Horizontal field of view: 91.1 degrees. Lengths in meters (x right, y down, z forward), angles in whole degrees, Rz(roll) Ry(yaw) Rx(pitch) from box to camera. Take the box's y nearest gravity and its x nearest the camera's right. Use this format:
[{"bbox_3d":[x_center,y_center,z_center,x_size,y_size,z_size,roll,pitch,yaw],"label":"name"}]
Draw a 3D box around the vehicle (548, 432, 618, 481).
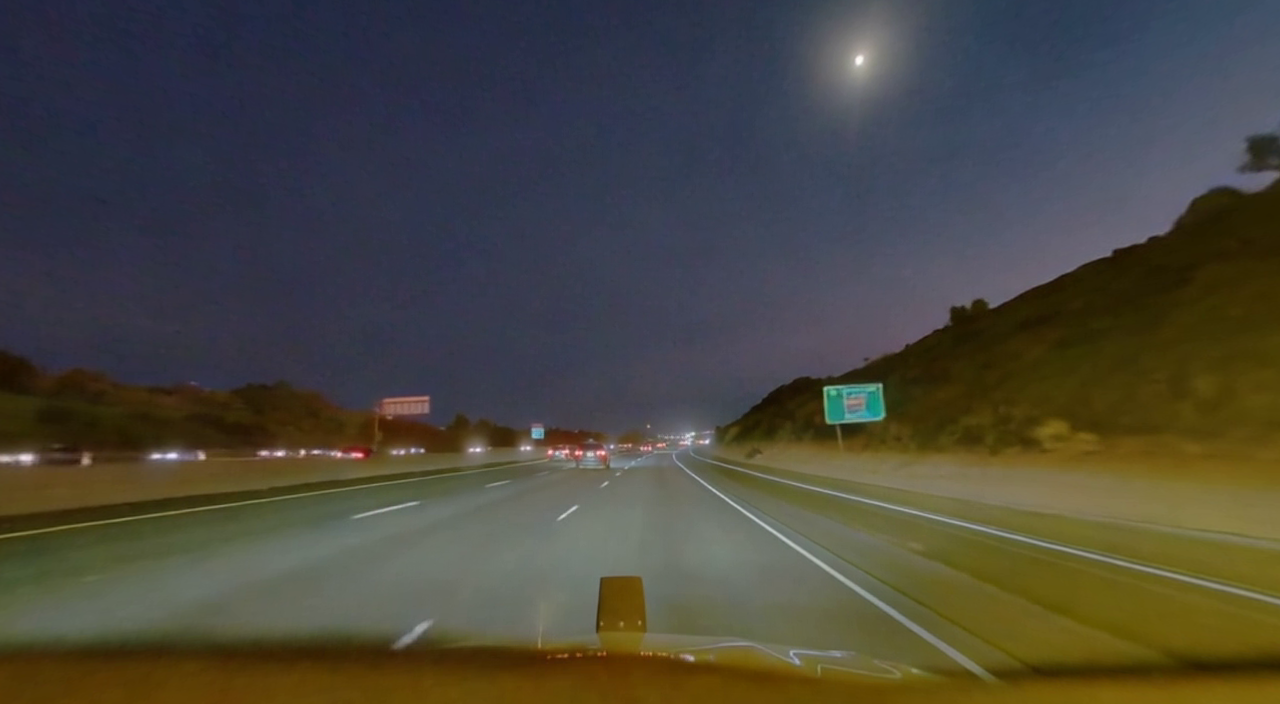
[{"bbox_3d":[-2.318,4.477,27.262,2.413,1.896,5.218,0,-9,2],"label":"vehicle"}]
